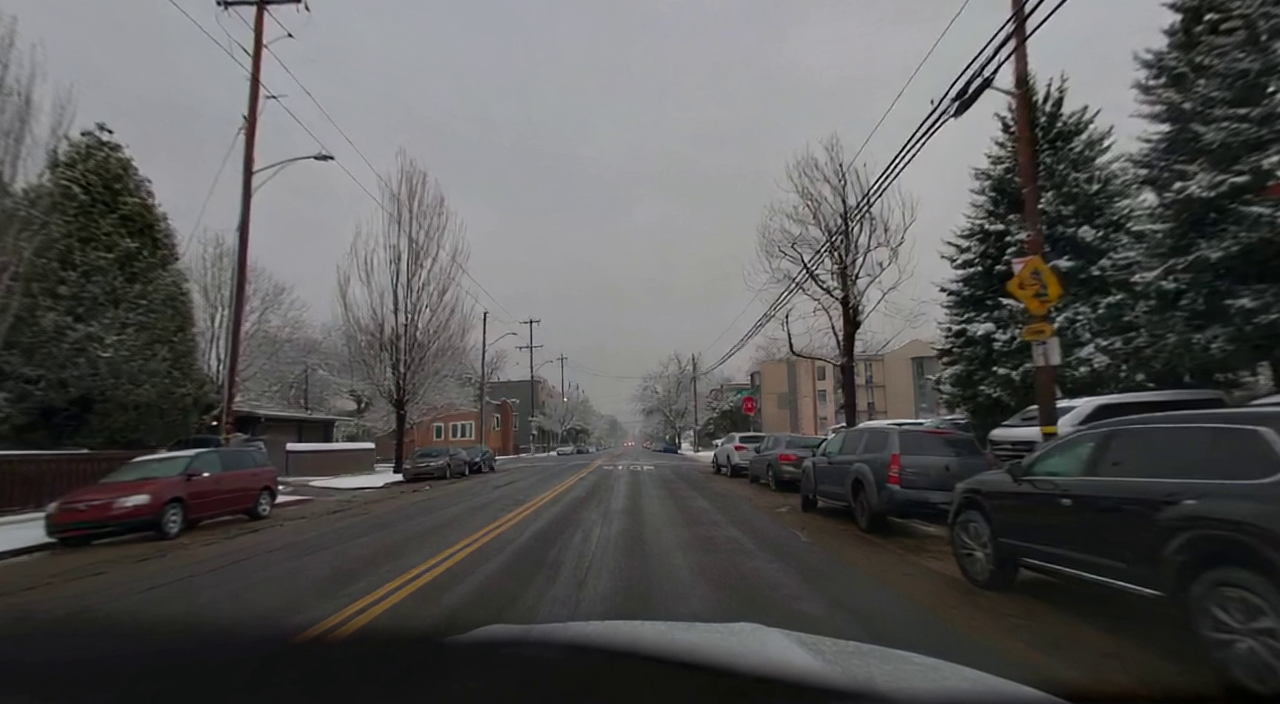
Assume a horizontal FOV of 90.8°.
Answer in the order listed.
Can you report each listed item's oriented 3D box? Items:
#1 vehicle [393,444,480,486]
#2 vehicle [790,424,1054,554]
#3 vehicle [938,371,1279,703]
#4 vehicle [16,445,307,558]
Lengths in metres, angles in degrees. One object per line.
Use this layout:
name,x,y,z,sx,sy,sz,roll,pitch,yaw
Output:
vehicle,-7.918,4.418,25.105,1.904,1.488,4.600,0,-8,0
vehicle,4.034,2.026,10.117,2.133,1.586,4.498,0,-8,0
vehicle,4.127,1.160,4.502,1.918,1.713,4.275,0,-8,0
vehicle,-7.876,2.432,11.021,1.962,1.568,3.939,0,-8,0
